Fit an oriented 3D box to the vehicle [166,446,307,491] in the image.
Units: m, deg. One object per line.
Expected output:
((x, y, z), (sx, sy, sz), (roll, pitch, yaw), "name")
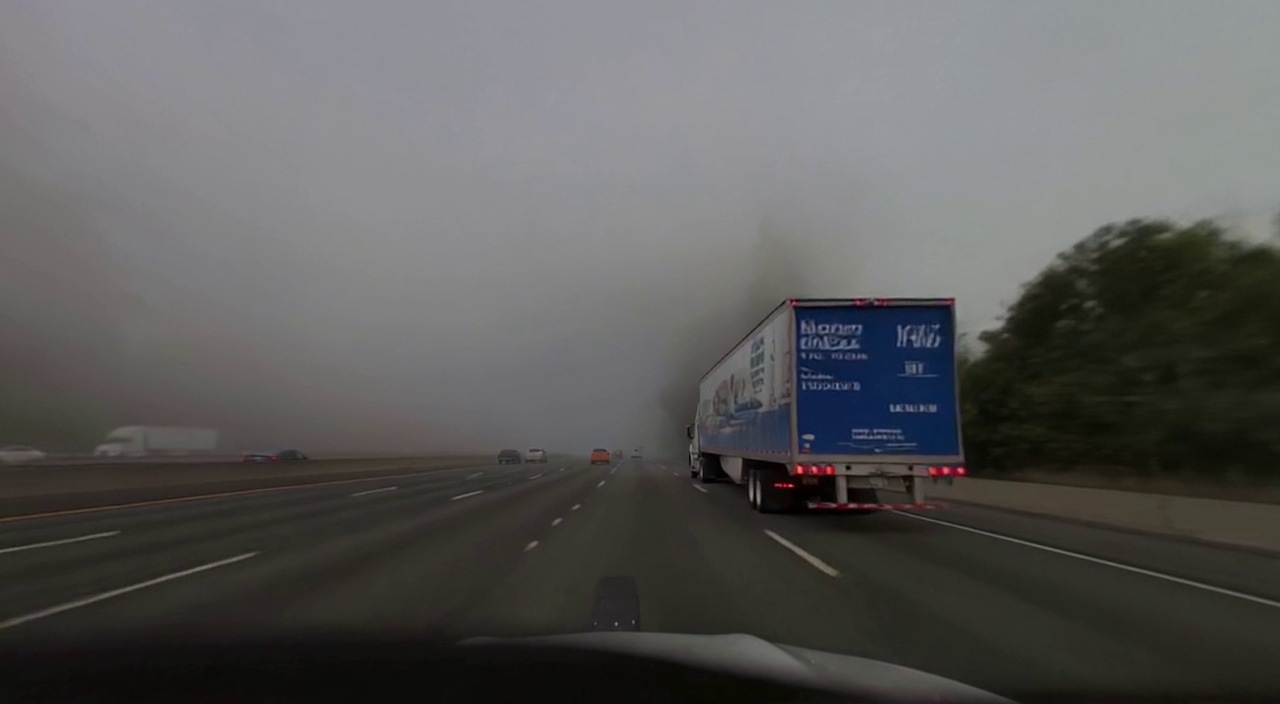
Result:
((-14.430, 4.160, 23.003), (1.982, 1.471, 4.747), (0, -9, 0), "vehicle")

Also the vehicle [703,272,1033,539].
((4.196, 1.911, 17.423), (3.140, 4.100, 15.551), (0, -9, -1), "vehicle")

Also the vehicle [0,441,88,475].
((-39.611, 6.800, 40.674), (2.298, 2.001, 6.372), (0, -9, 0), "vehicle")
